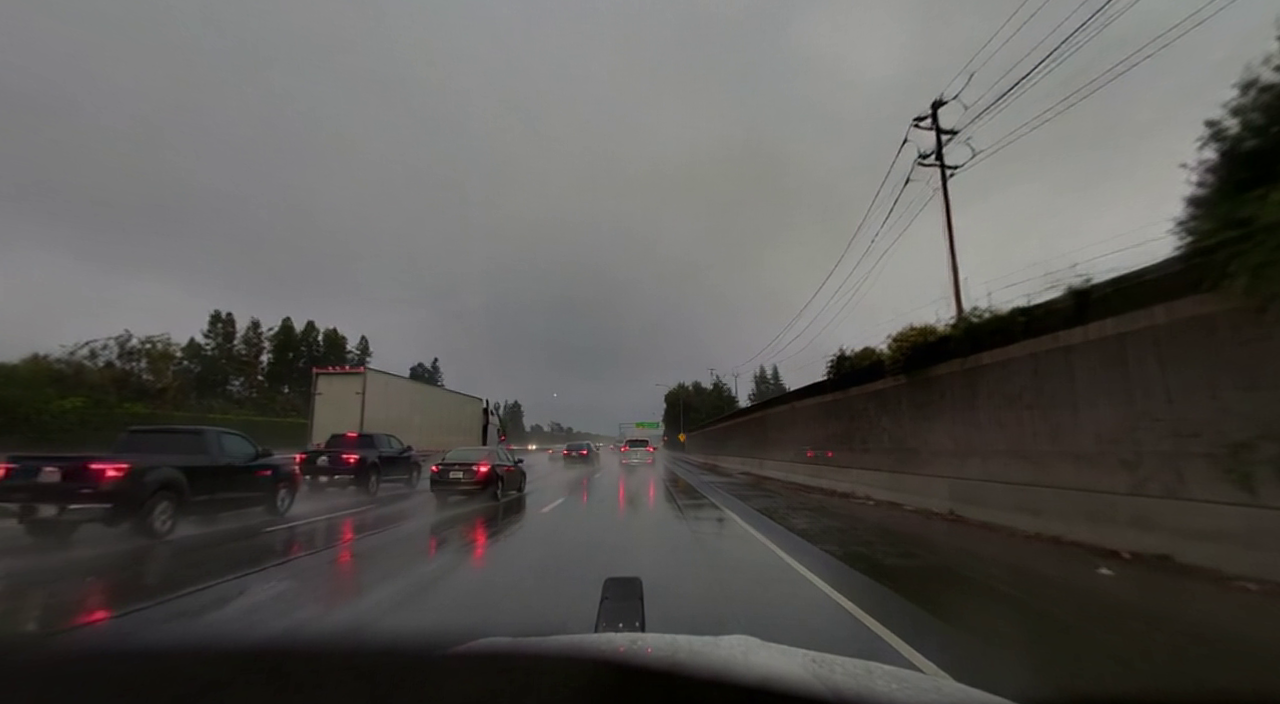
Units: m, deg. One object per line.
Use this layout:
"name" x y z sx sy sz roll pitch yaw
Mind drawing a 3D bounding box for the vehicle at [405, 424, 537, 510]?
"vehicle" -3.783 2.659 14.987 1.923 1.716 4.289 0 -9 0

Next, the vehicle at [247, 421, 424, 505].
"vehicle" -7.571 2.823 16.483 2.054 1.825 5.072 0 -9 0

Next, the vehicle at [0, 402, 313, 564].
"vehicle" -6.951 1.771 9.188 2.027 1.762 4.386 0 -9 0

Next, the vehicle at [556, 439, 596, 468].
"vehicle" -3.956 6.373 39.773 1.976 1.705 4.176 0 -9 1

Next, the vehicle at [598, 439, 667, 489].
"vehicle" -0.251 3.698 21.128 2.089 1.477 3.818 0 -9 -1
